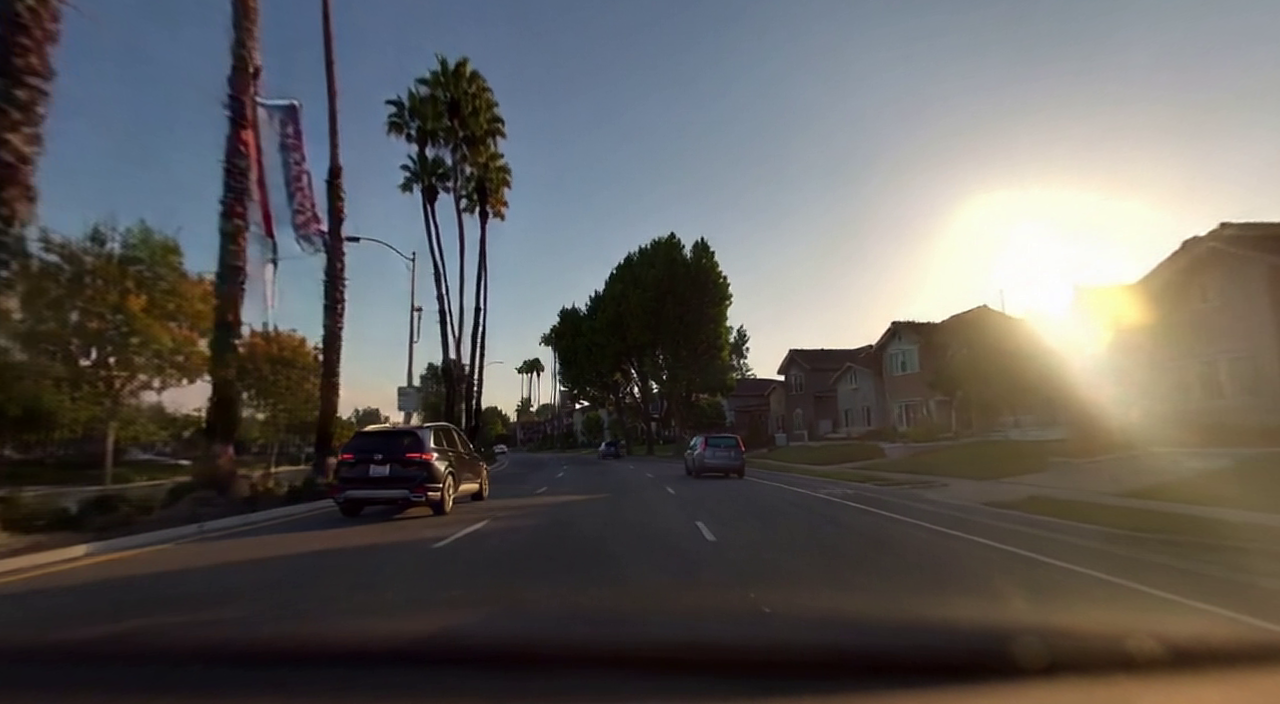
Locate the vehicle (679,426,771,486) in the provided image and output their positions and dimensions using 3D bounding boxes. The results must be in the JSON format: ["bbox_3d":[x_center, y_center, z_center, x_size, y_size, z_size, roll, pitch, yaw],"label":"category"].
[{"bbox_3d":[2.760,3.531,21.612,2.195,1.804,4.658,1,-8,-4],"label":"vehicle"}]

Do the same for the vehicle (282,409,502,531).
[{"bbox_3d":[-4.147,2.072,11.621,2.150,1.768,4.868,0,-8,-1],"label":"vehicle"}]
